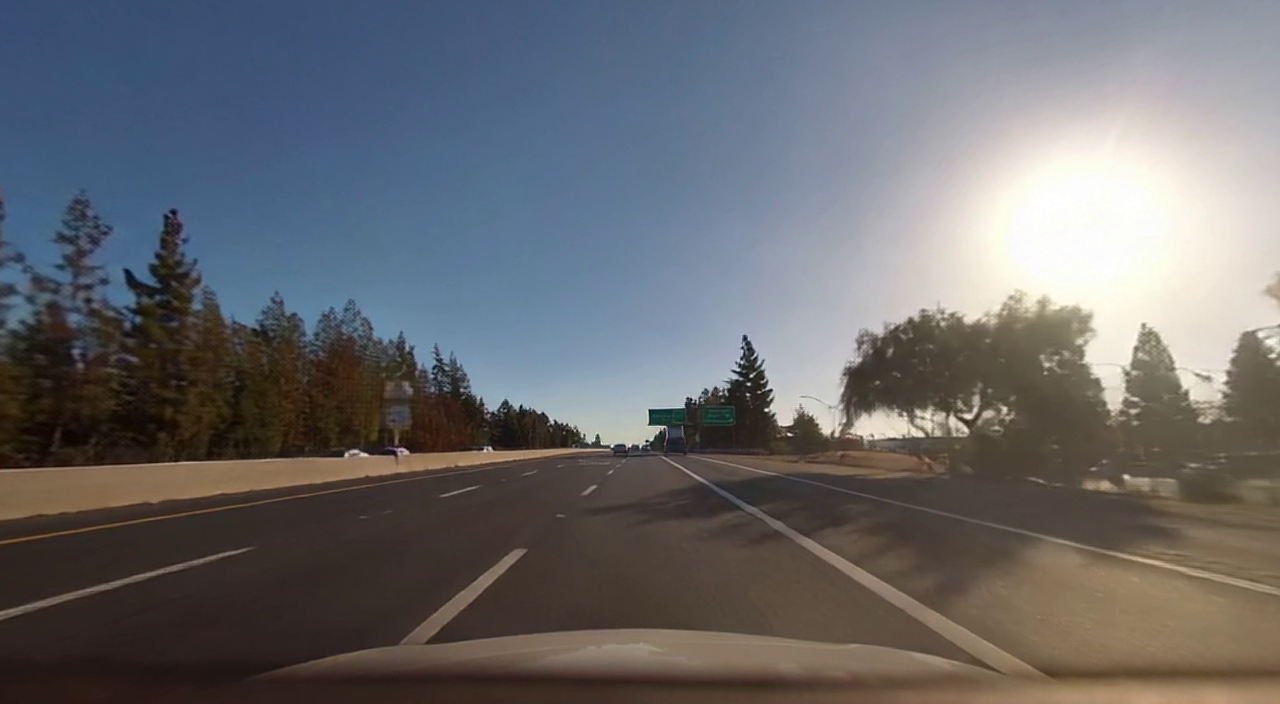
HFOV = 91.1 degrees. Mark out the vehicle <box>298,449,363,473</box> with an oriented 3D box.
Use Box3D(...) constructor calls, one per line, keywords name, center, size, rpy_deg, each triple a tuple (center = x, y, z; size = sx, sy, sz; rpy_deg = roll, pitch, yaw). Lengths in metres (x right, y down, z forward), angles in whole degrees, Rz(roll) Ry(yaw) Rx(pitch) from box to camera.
Box3D(name="vehicle", center=(-20.095, 7.077, 41.013), size=(1.846, 1.473, 4.562), rpy_deg=(0, -8, 1))
